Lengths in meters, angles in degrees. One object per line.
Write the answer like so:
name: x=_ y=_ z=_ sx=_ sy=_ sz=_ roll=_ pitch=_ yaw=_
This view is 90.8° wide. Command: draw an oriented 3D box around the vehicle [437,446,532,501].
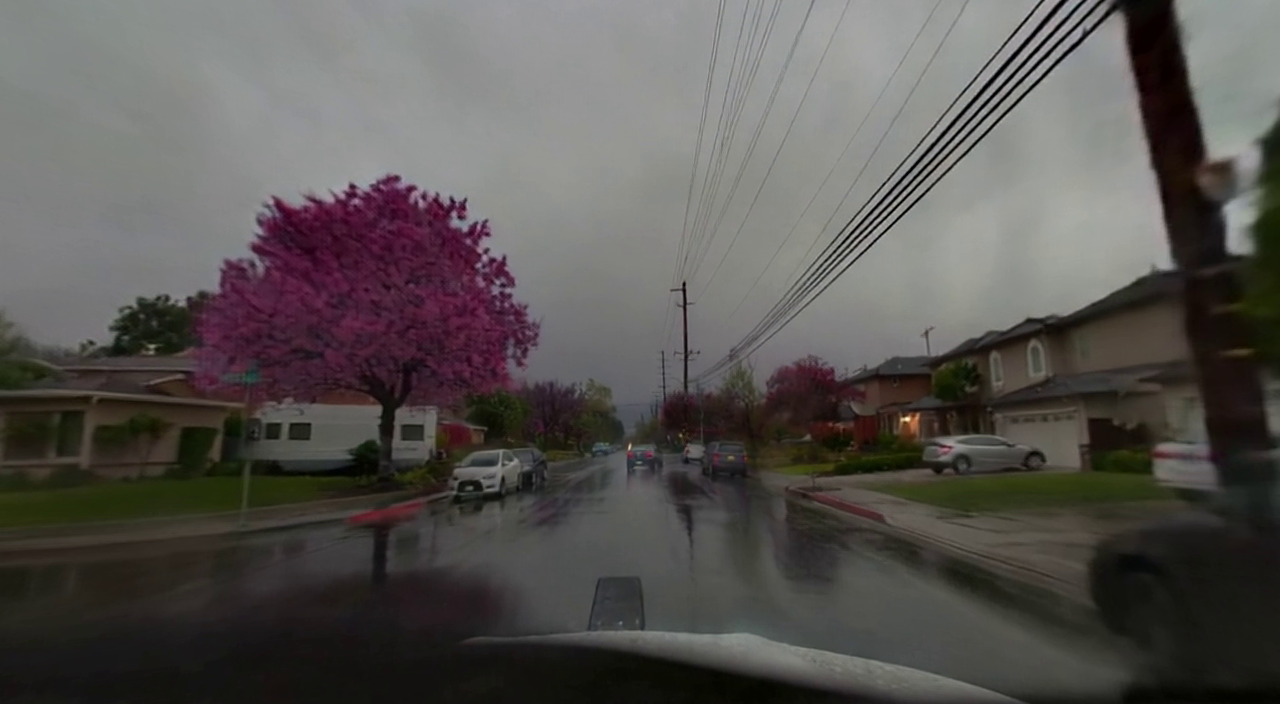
vehicle: x=-4.826 y=3.811 z=20.316 sx=1.874 sy=1.413 sz=4.442 roll=0 pitch=-7 yaw=0

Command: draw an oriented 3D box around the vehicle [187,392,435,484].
vehicle: x=-13.001 y=3.489 z=25.527 sx=8.239 sy=3.354 sz=2.902 roll=1 pitch=-9 yaw=1

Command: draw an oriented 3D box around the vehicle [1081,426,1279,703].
vehicle: x=4.255 y=1.036 z=2.425 sx=2.058 sy=1.535 sz=4.323 roll=0 pitch=-8 yaw=1

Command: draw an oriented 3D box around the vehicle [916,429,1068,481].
vehicle: x=12.403 y=3.647 z=22.518 sx=4.186 sy=1.748 sz=1.992 roll=0 pitch=-8 yaw=1

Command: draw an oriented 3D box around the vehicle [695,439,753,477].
vehicle: x=3.894 y=4.999 z=30.069 sx=2.103 sy=1.679 sz=4.386 roll=0 pitch=-8 yaw=-1

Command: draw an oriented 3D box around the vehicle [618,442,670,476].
vehicle: x=0.289 y=4.924 z=29.388 sx=2.075 sy=1.449 sz=4.526 roll=-1 pitch=-8 yaw=5
